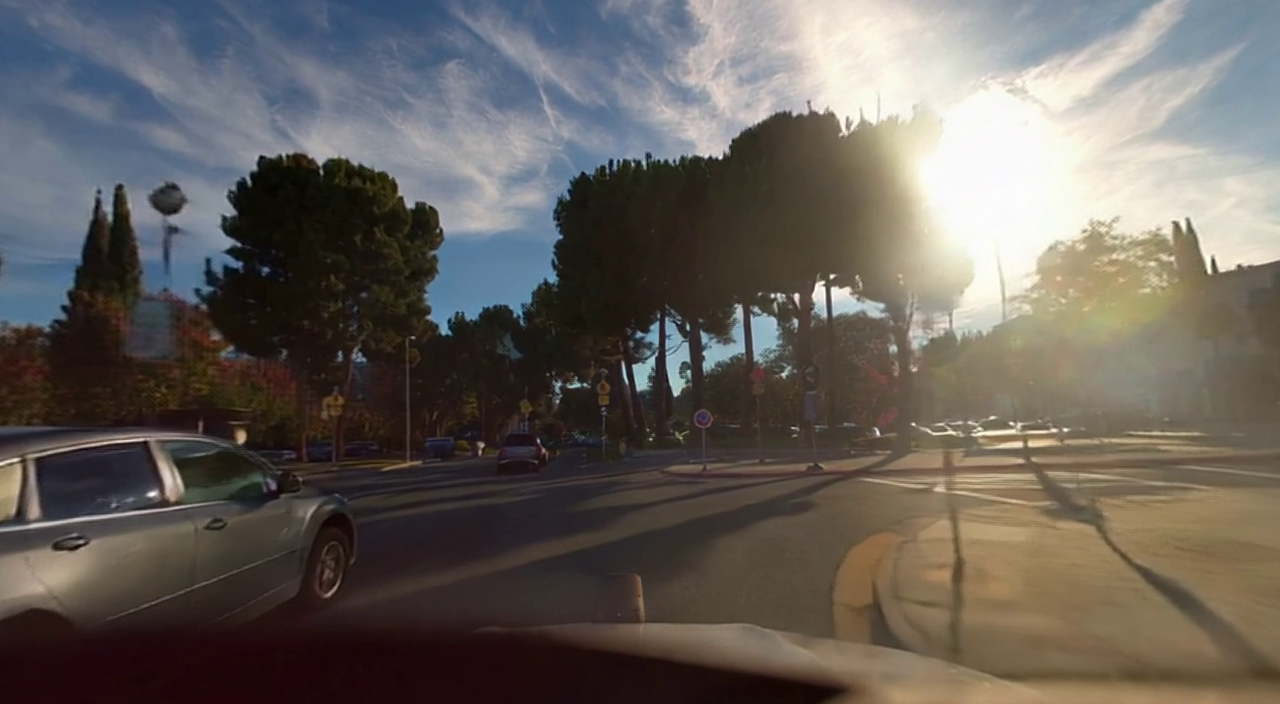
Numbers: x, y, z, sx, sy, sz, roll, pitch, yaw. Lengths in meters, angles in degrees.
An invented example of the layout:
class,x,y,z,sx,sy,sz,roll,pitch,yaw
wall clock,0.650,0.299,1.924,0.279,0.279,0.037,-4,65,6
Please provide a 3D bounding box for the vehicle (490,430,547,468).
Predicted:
class,x,y,z,sx,sy,sz,roll,pitch,yaw
vehicle,-4.953,3.973,26.095,1.962,1.424,4.289,1,-8,-6

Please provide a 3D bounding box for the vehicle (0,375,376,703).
class,x,y,z,sx,sy,sz,roll,pitch,yaw
vehicle,-3.143,0.954,3.128,1.853,1.478,4.381,0,-7,-1
